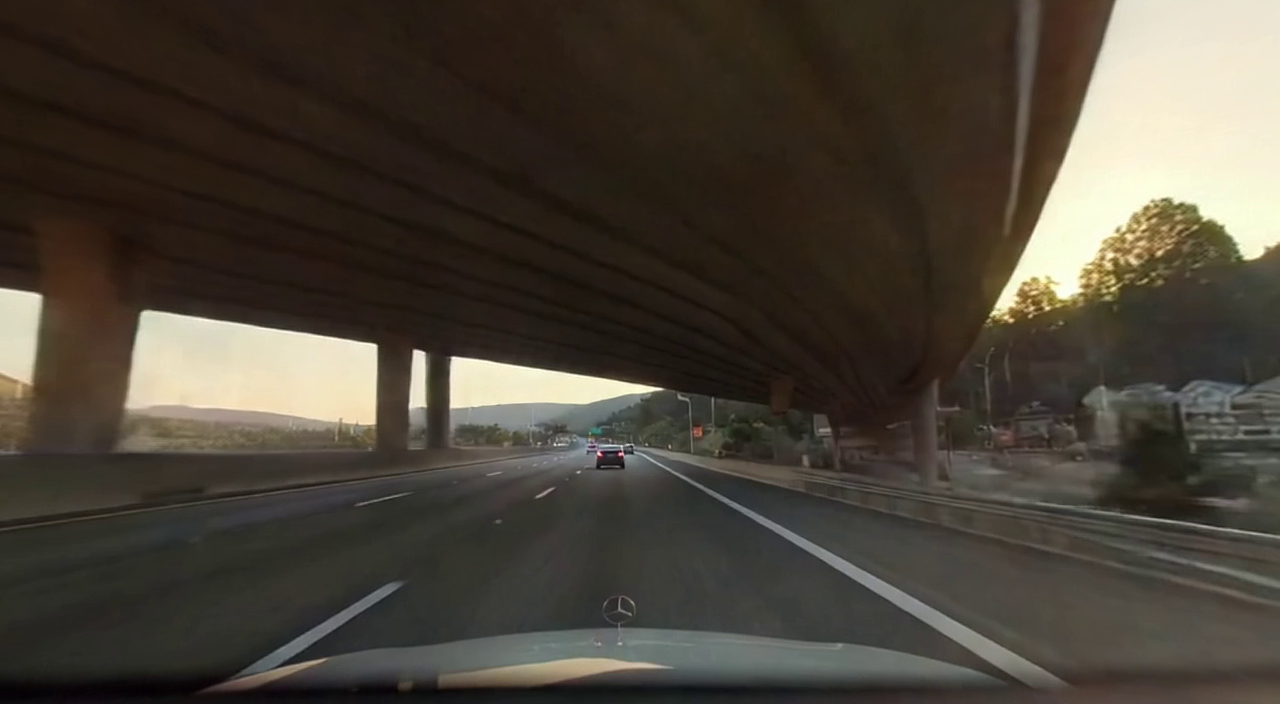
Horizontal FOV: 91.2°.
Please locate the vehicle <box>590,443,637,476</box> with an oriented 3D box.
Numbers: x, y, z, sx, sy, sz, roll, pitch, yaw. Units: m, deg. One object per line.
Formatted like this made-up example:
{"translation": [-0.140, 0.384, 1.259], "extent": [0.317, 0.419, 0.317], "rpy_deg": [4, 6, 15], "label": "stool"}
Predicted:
{"translation": [-1.244, 5.282, 31.018], "extent": [2.055, 1.509, 4.255], "rpy_deg": [-1, -9, 1], "label": "vehicle"}
